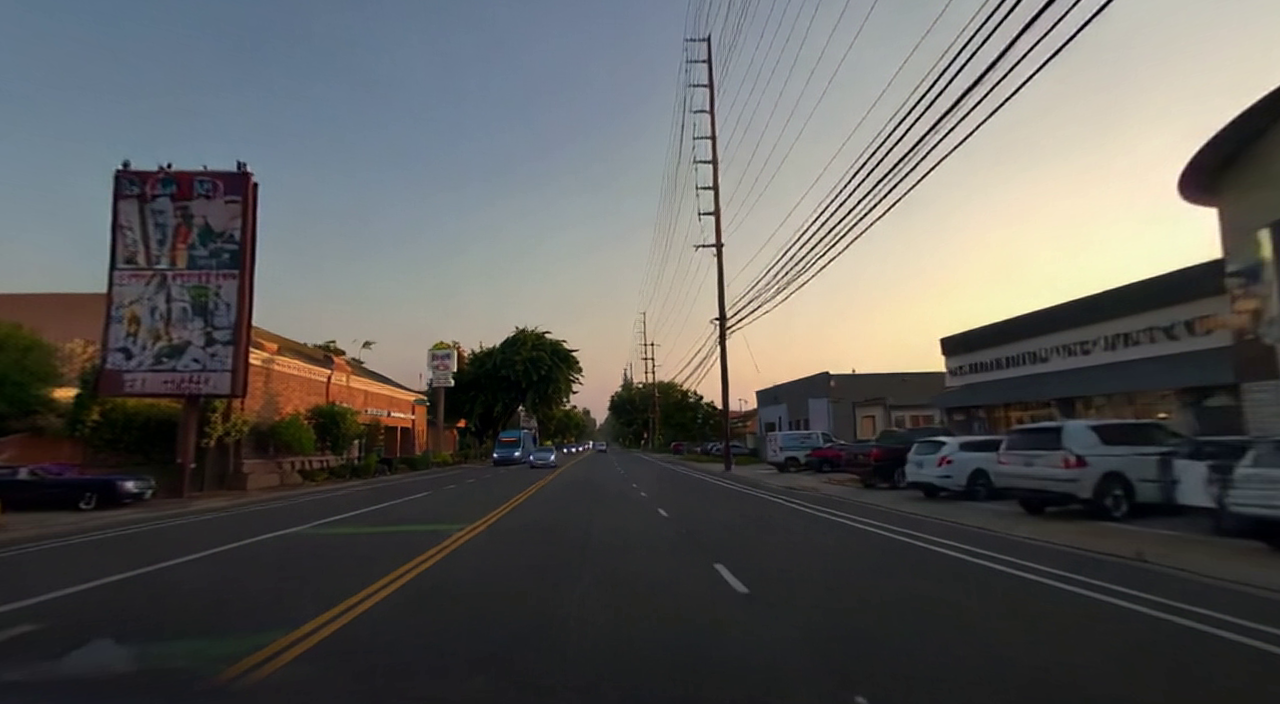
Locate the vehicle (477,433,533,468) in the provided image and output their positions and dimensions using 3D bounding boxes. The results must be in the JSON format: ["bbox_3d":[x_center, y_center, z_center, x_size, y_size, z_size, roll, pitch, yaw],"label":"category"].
[{"bbox_3d":[-10.026,7.365,47.459,2.909,2.362,7.390,0,-8,-3],"label":"vehicle"}]

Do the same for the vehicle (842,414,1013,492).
[{"bbox_3d":[8.873,3.018,19.252,5.414,2.035,2.476,6,-10,-39],"label":"vehicle"}]

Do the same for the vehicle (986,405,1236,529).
[{"bbox_3d":[9.016,2.049,11.905,5.112,1.832,2.290,5,-10,-37],"label":"vehicle"}]

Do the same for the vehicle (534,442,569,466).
[{"bbox_3d":[-6.133,7.096,44.087,1.998,1.562,4.433,0,-8,-3],"label":"vehicle"}]
